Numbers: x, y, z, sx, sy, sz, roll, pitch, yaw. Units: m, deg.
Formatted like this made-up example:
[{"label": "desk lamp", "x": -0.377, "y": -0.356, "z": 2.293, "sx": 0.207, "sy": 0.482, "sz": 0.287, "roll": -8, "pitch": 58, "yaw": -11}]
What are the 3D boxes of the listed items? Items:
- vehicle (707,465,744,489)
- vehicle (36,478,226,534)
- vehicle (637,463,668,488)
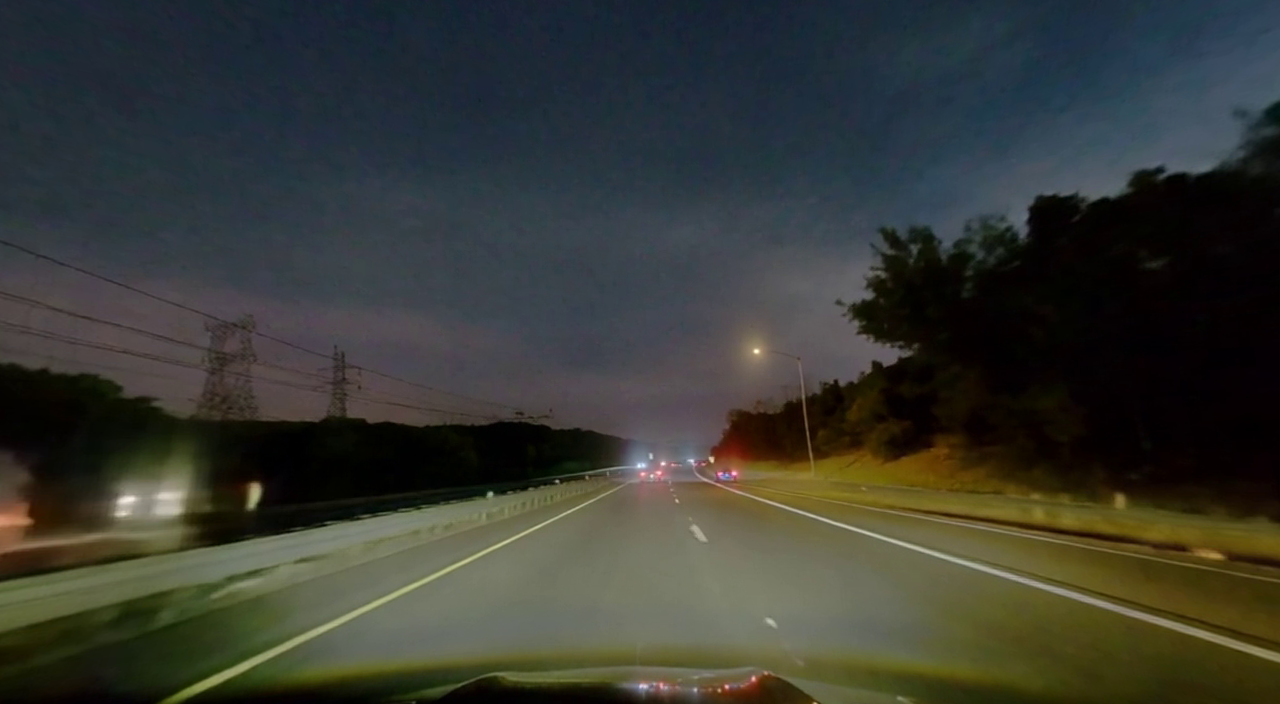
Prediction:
[{"label": "vehicle", "x": 5.883, "y": 8.639, "z": 43.503, "sx": 1.985, "sy": 1.521, "sz": 3.904, "roll": 1, "pitch": -10, "yaw": -1}, {"label": "vehicle", "x": -16.102, "y": 4.855, "z": 20.286, "sx": 1.872, "sy": 1.470, "sz": 4.603, "roll": -1, "pitch": -10, "yaw": 8}, {"label": "vehicle", "x": 0.843, "y": 8.783, "z": 44.798, "sx": 2.038, "sy": 1.596, "sz": 4.246, "roll": 1, "pitch": -10, "yaw": 0}]
